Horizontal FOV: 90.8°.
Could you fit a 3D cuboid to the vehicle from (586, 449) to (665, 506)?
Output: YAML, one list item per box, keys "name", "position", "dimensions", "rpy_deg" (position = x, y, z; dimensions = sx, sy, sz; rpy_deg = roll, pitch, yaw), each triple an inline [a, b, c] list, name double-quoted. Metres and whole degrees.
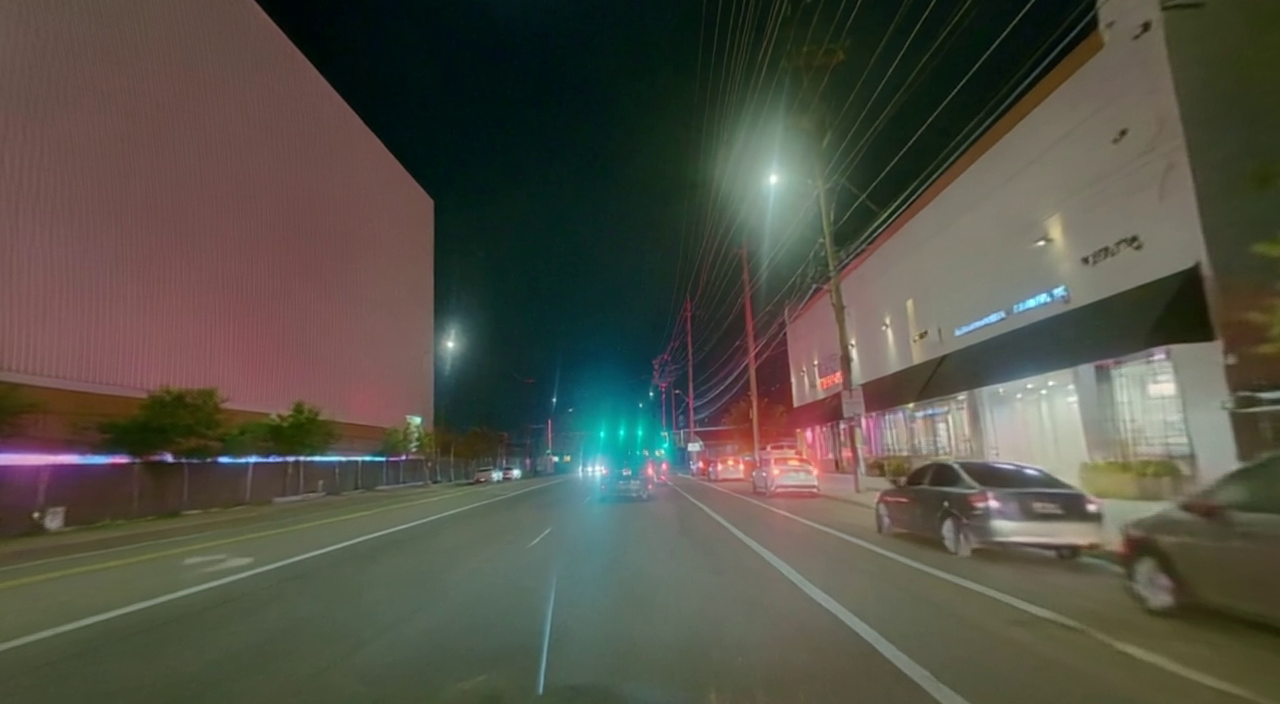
- name: "vehicle"
  position: [-0.385, 3.688, 19.026]
  dimensions: [2.116, 1.479, 3.980]
  rpy_deg: [0, -9, 0]

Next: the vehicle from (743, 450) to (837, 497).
- name: "vehicle"
  position: [5.247, 4.316, 22.869]
  dimensions: [2.108, 1.471, 4.948]
  rpy_deg: [0, -9, -1]

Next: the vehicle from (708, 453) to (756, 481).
- name: "vehicle"
  position: [5.188, 6.566, 36.335]
  dimensions: [1.987, 1.459, 4.677]
  rpy_deg: [0, -9, -1]

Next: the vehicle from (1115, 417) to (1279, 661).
- name: "vehicle"
  position: [5.114, 1.151, 3.636]
  dimensions: [1.779, 1.592, 3.740]
  rpy_deg: [0, -9, 0]

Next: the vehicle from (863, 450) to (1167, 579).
- name: "vehicle"
  position: [5.008, 2.168, 9.323]
  dimensions: [1.761, 1.413, 4.272]
  rpy_deg: [0, -9, -2]

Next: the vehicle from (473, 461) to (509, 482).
- name: "vehicle"
  position: [-11.663, 9.344, 49.691]
  dimensions: [1.828, 1.457, 4.371]
  rpy_deg: [0, -9, -1]
